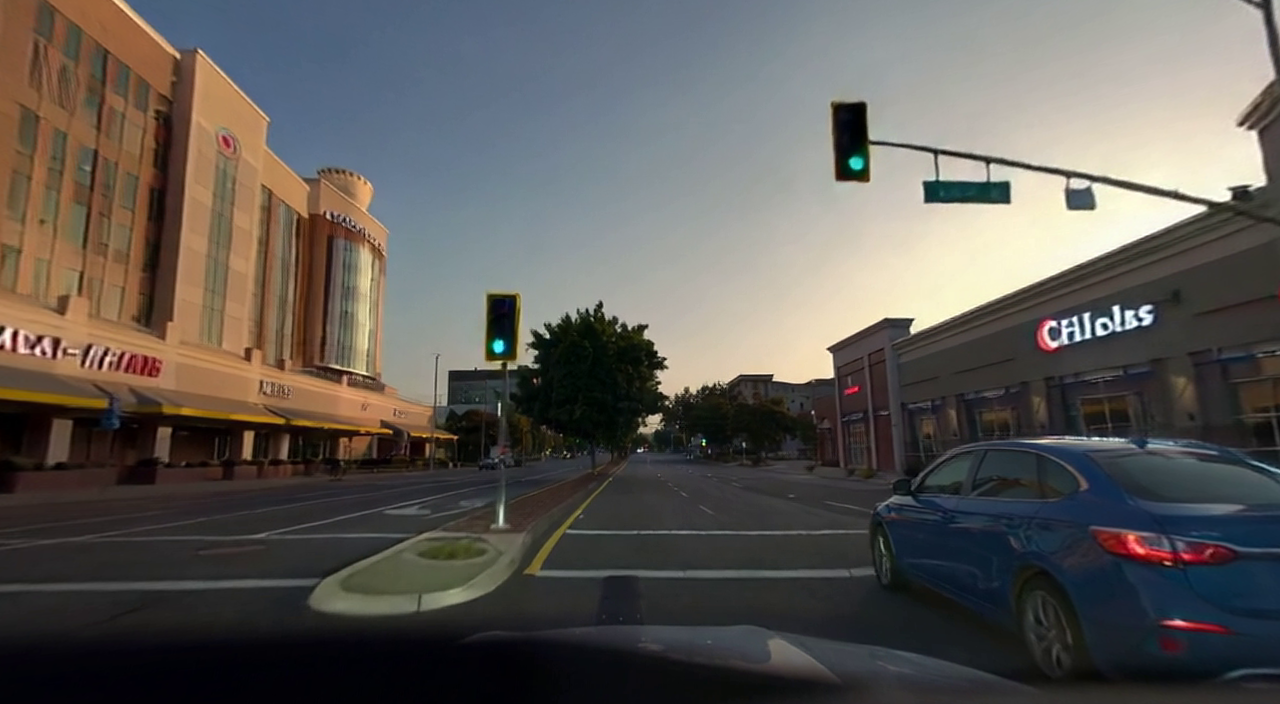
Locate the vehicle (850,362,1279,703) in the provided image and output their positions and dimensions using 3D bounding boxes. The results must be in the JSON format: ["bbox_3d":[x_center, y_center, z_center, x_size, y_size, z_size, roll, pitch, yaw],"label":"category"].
[{"bbox_3d":[3.218,1.123,3.932,2.015,1.641,4.995,0,-9,-1],"label":"vehicle"}]
